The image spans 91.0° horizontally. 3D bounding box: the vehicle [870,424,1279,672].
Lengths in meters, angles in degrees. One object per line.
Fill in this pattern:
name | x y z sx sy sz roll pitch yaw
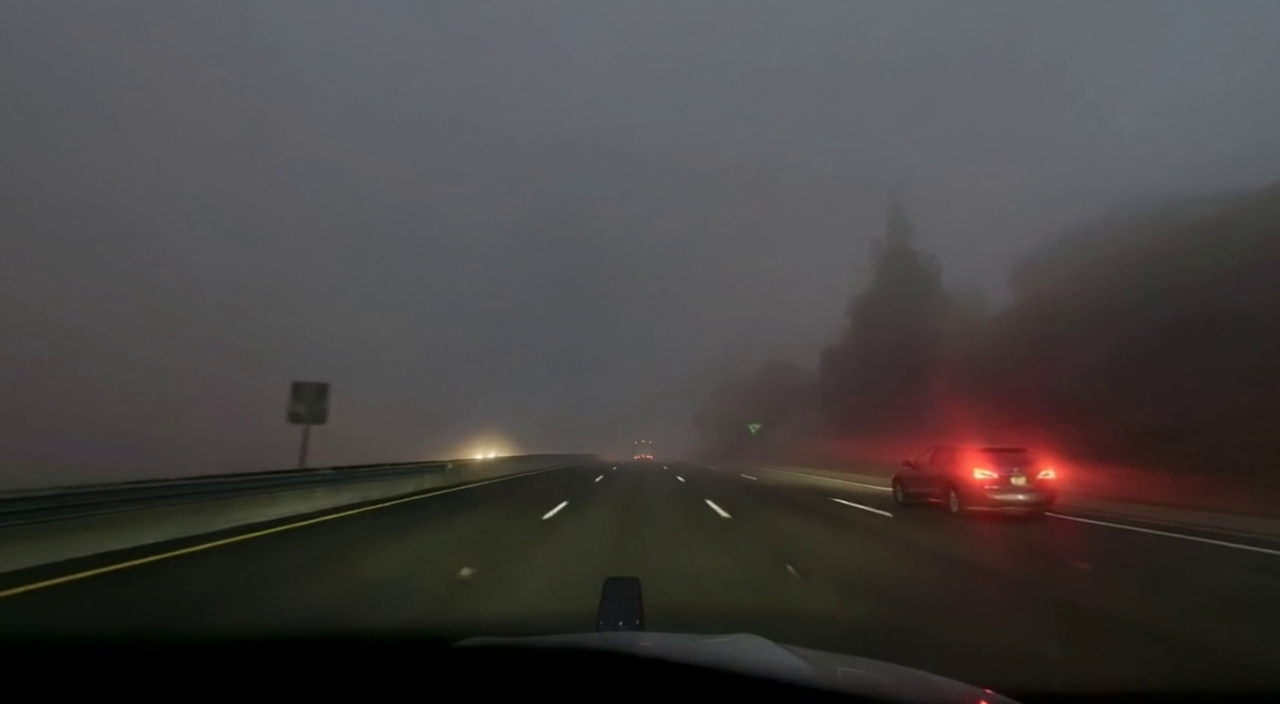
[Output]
vehicle | 4.015 1.527 6.027 1.976 1.495 4.217 0 -9 0
